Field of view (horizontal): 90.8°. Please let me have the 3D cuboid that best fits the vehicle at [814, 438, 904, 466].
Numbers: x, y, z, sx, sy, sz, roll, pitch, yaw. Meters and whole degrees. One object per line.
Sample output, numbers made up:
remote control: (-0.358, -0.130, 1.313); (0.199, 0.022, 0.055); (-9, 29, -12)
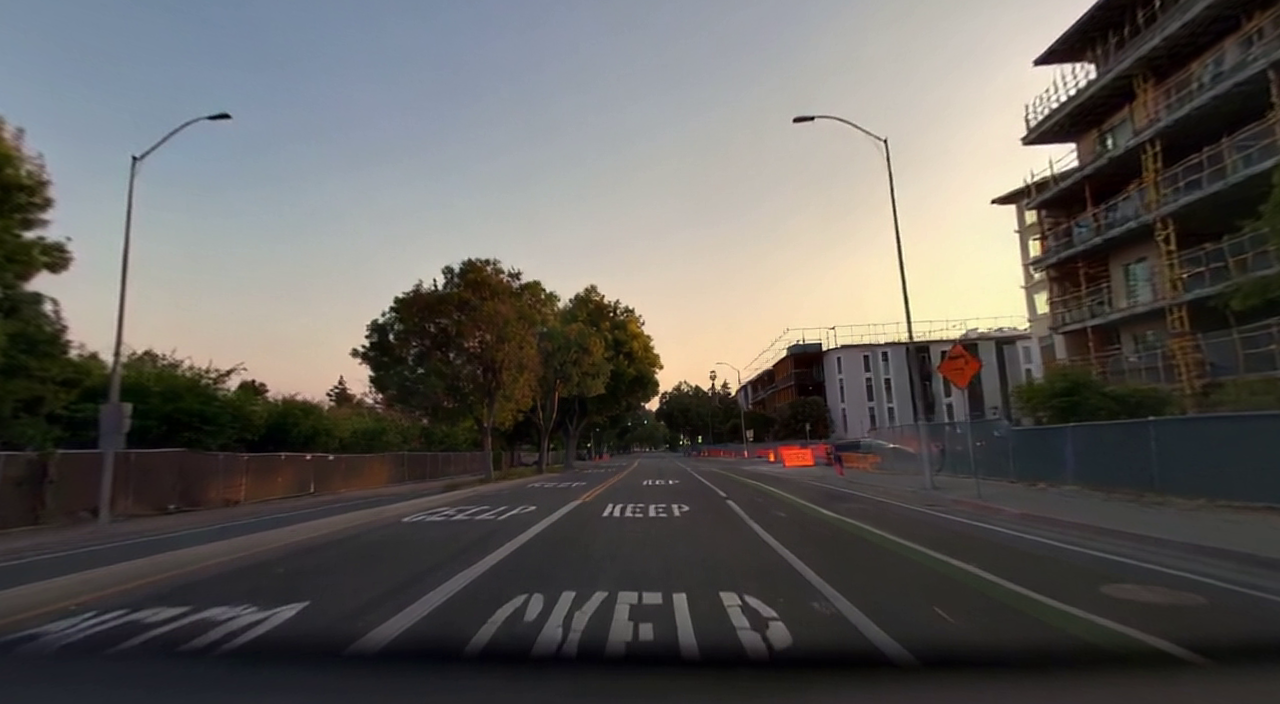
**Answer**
vehicle: (11.909, 5.481, 34.637); (4.251, 1.418, 1.896); (-1, -9, 3)
